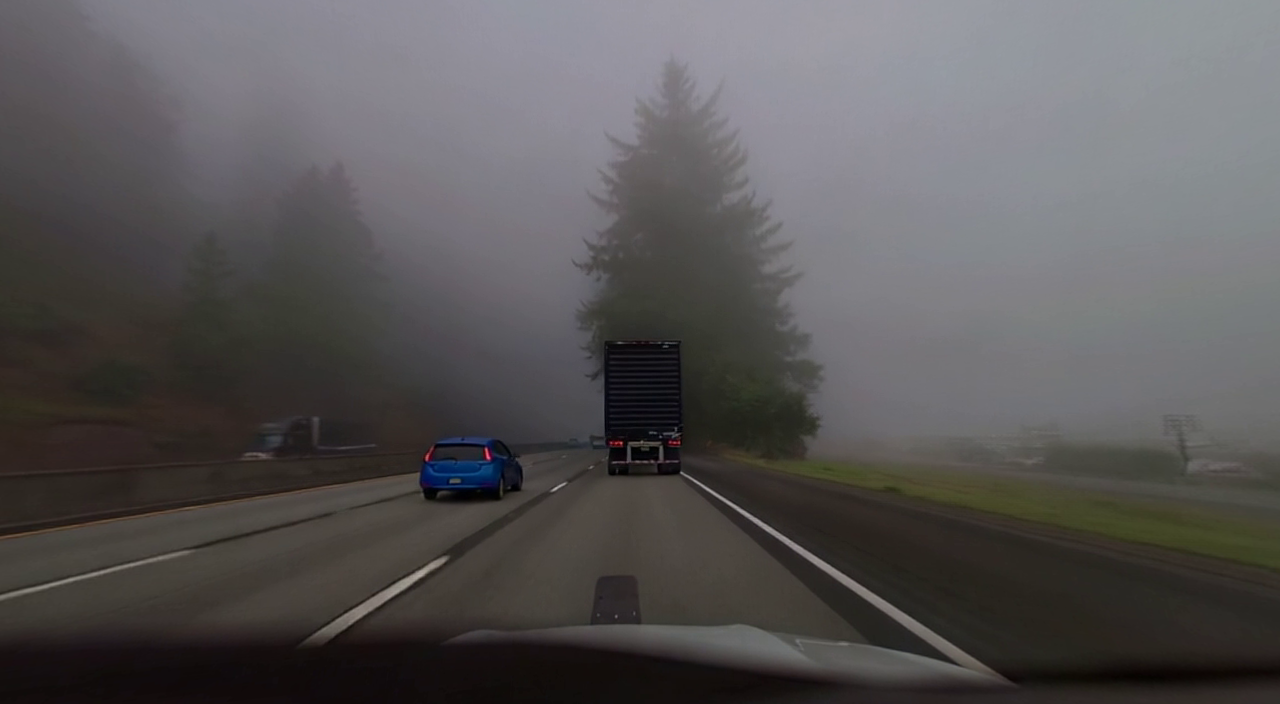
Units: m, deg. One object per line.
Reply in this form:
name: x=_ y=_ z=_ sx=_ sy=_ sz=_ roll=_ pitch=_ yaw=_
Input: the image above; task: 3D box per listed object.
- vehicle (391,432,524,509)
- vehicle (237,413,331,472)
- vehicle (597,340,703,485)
vehicle: x=-4.068 y=2.690 z=14.802 sx=1.854 sy=1.530 sz=4.268 roll=0 pitch=-8 yaw=0
vehicle: x=-24.645 y=6.319 z=43.997 sx=2.965 sy=3.823 sz=5.994 roll=0 pitch=-8 yaw=-1
vehicle: x=0.165 y=2.481 z=23.591 sx=3.073 sy=4.196 sz=10.546 roll=0 pitch=-8 yaw=-1
